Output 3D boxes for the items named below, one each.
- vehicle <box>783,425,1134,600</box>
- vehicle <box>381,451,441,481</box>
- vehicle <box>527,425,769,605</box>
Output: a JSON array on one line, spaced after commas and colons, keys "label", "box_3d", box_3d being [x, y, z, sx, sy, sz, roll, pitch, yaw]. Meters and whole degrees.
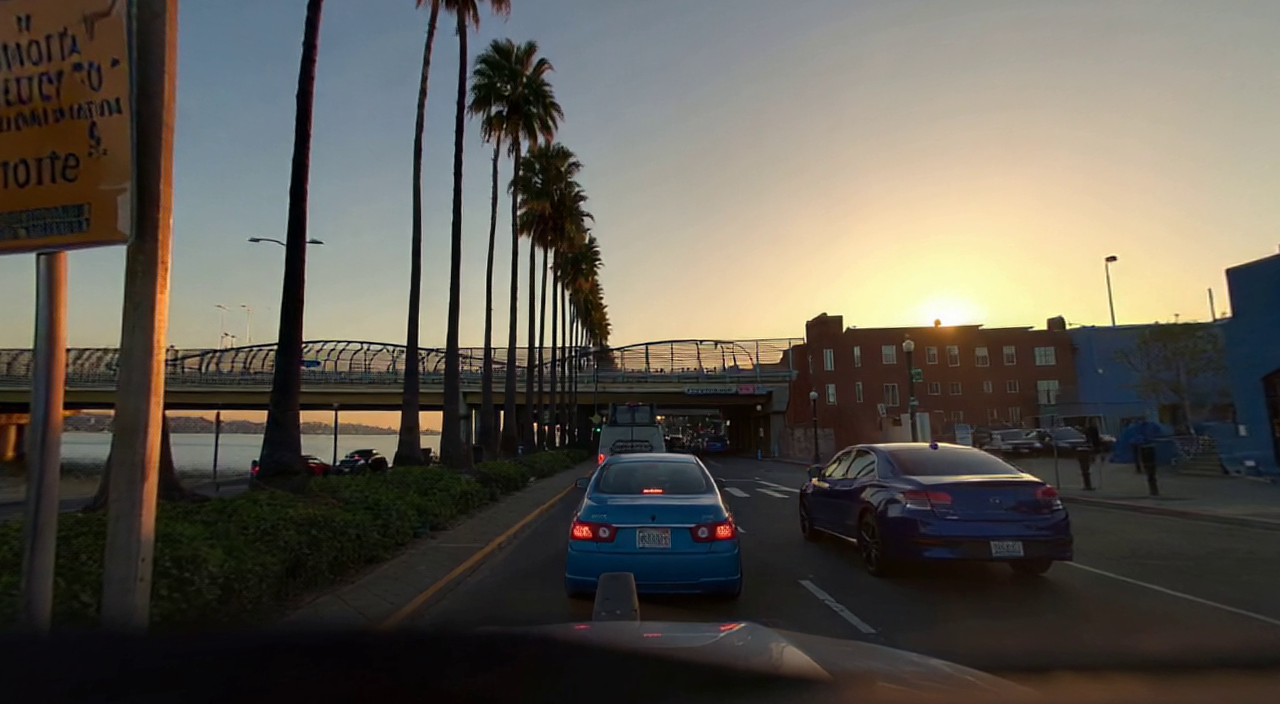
[{"label": "vehicle", "box_3d": [3.263, 1.720, 7.722, 1.920, 1.490, 4.417, 0, -9, -1]}, {"label": "vehicle", "box_3d": [-14.968, 7.468, 41.677, 2.104, 1.802, 4.852, 0, -9, 1]}, {"label": "vehicle", "box_3d": [0.060, 1.671, 7.284, 2.048, 1.503, 3.681, 0, -9, 0]}]
